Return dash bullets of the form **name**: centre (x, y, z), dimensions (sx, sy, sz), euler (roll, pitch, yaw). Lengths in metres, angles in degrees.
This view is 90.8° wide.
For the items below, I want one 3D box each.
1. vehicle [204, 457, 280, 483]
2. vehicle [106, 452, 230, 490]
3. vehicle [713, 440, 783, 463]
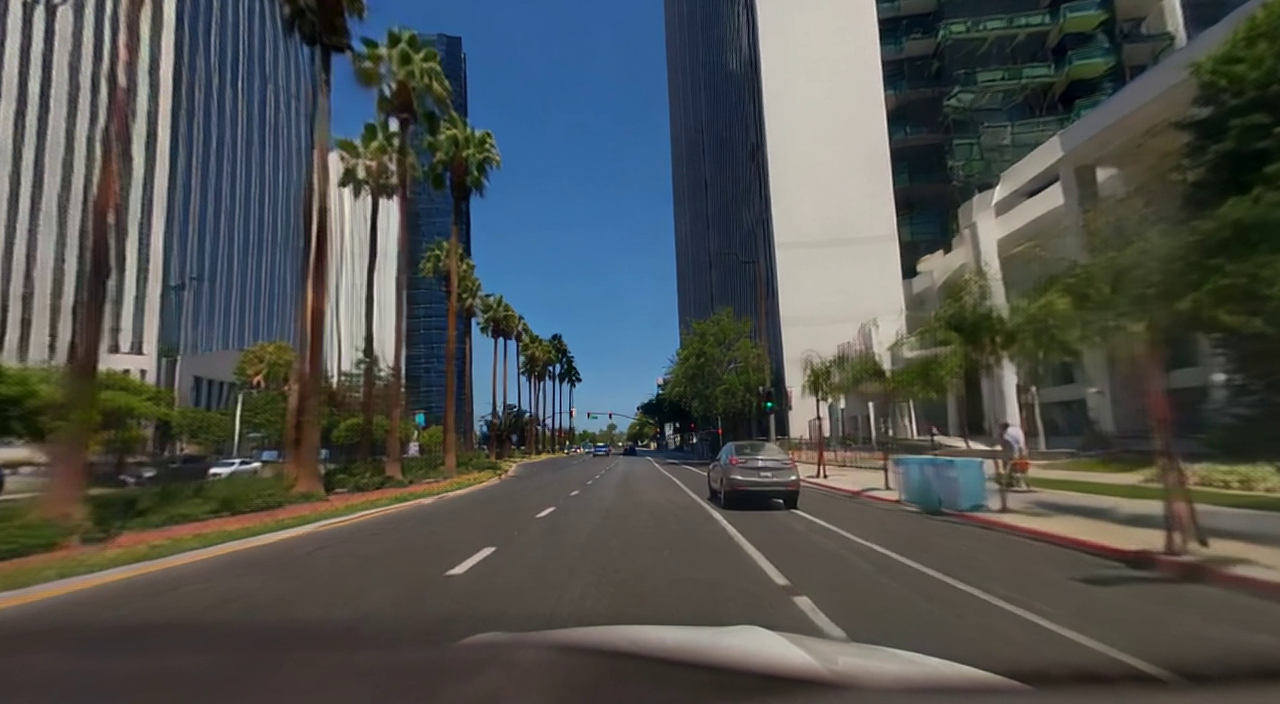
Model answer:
- **vehicle**: centre (-24.237, 7.183, 38.693), dimensions (1.751, 1.424, 4.506), euler (0, -9, -1)
- **vehicle**: centre (-24.624, 6.192, 33.360), dimensions (2.062, 1.765, 5.897), euler (0, -9, -1)
- **vehicle**: centre (8.210, 7.639, 48.399), dimensions (4.871, 1.708, 2.144), euler (0, -9, -2)
